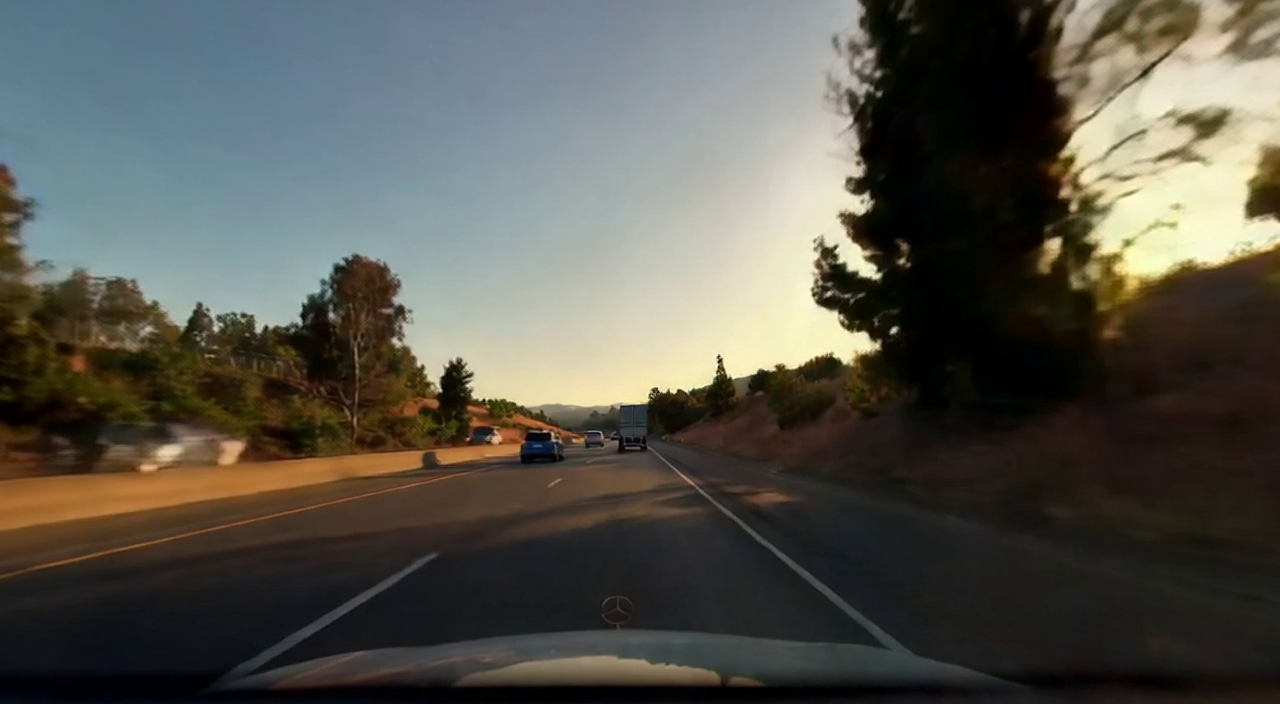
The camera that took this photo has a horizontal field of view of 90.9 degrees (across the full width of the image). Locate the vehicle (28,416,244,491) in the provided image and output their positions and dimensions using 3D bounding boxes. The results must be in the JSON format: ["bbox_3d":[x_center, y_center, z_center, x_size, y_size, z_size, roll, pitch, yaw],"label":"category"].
[{"bbox_3d":[-13.219,2.674,17.018,2.137,1.726,4.503,0,-8,-1],"label":"vehicle"}]

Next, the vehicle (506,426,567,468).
[{"bbox_3d":[-4.551,4.236,28.403,2.049,1.726,4.291,0,-8,0],"label":"vehicle"}]

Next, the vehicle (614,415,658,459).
[{"bbox_3d":[-0.299,5.239,39.003,2.526,2.531,5.026,0,-8,-1],"label":"vehicle"}]
